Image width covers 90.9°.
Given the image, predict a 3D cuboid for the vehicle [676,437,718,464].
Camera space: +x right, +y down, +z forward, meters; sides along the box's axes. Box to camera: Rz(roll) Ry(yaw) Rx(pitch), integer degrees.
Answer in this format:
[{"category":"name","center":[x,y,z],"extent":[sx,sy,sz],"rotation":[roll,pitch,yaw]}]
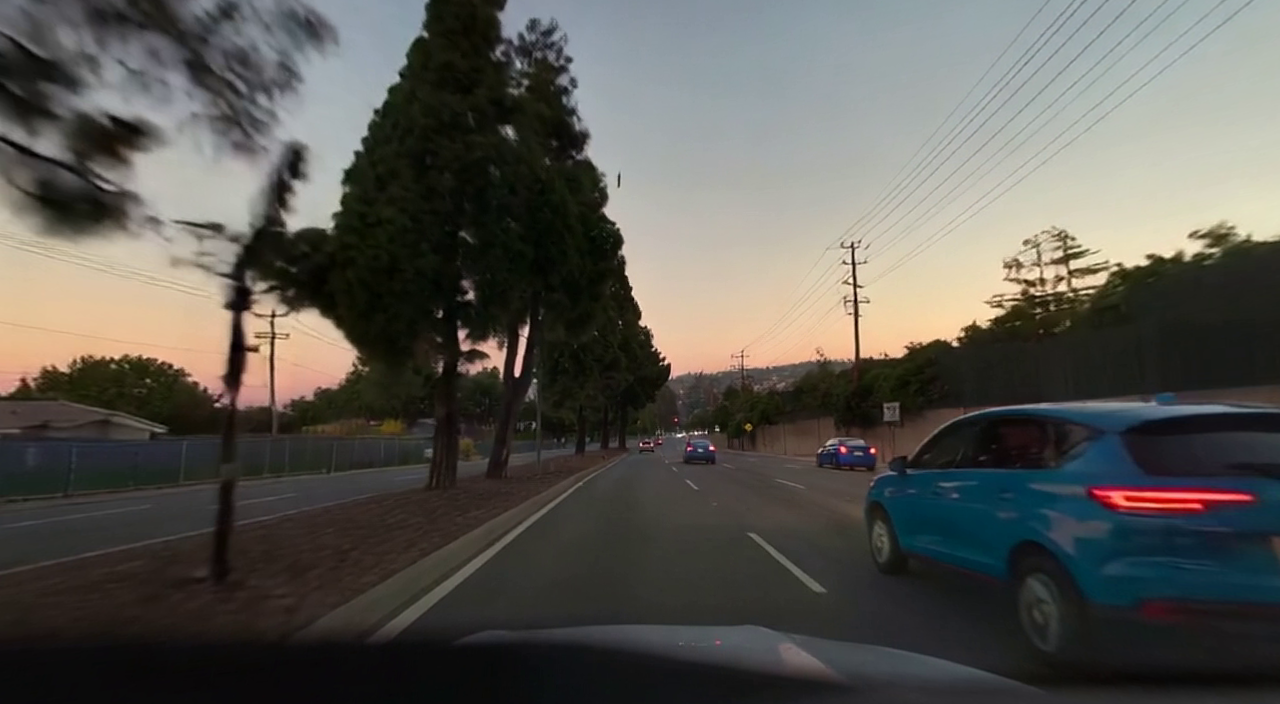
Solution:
[{"category":"vehicle","center":[3.365,5.902,37.853],"extent":[2.063,1.481,4.247],"rotation":[0,-8,0]}]

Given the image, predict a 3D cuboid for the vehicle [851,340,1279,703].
[{"category":"vehicle","center":[3.600,1.141,5.122],"extent":[2.176,1.752,4.628],"rotation":[0,-8,0]}]

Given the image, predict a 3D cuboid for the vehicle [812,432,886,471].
[{"category":"vehicle","center":[9.912,4.755,30.221],"extent":[1.978,1.700,4.461],"rotation":[0,-8,0]}]
